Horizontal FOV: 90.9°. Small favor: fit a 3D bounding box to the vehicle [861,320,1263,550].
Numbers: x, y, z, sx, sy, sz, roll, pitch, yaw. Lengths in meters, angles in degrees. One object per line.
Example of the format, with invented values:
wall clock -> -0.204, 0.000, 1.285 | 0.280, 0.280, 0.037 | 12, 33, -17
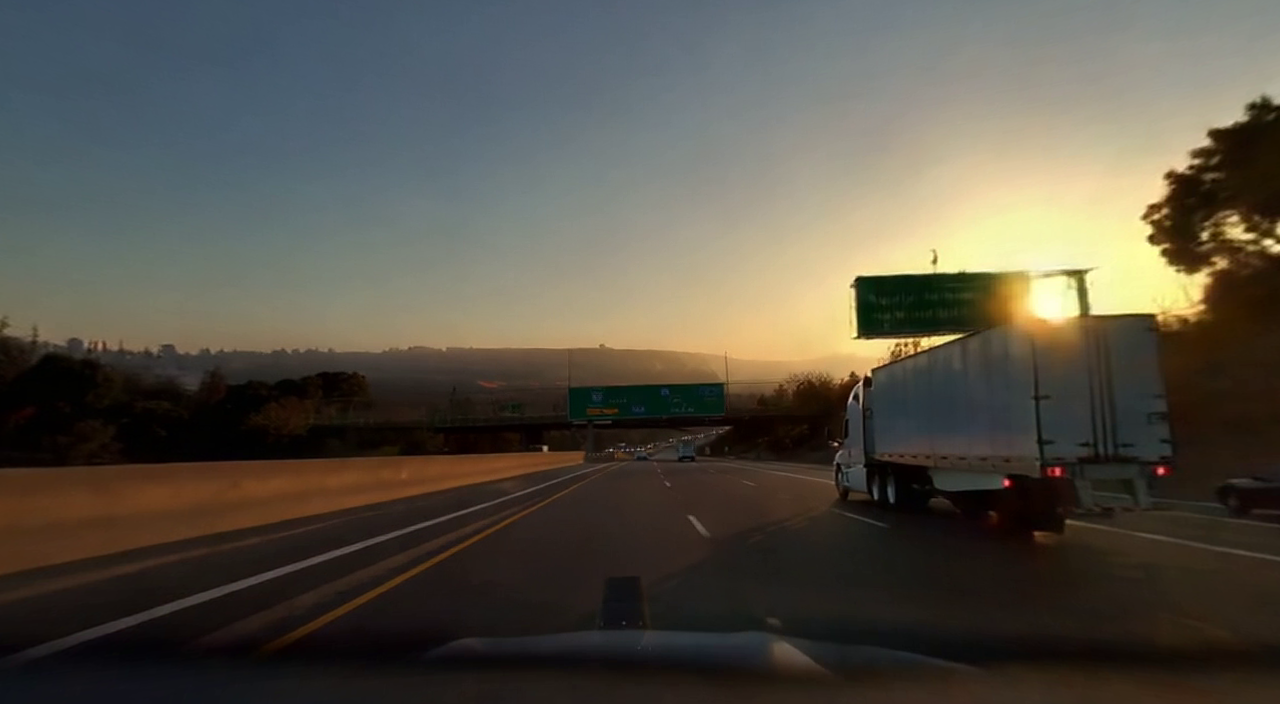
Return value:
vehicle -> 7.148, 1.710, 12.555 | 2.690, 3.197, 7.515 | 0, -9, 0
